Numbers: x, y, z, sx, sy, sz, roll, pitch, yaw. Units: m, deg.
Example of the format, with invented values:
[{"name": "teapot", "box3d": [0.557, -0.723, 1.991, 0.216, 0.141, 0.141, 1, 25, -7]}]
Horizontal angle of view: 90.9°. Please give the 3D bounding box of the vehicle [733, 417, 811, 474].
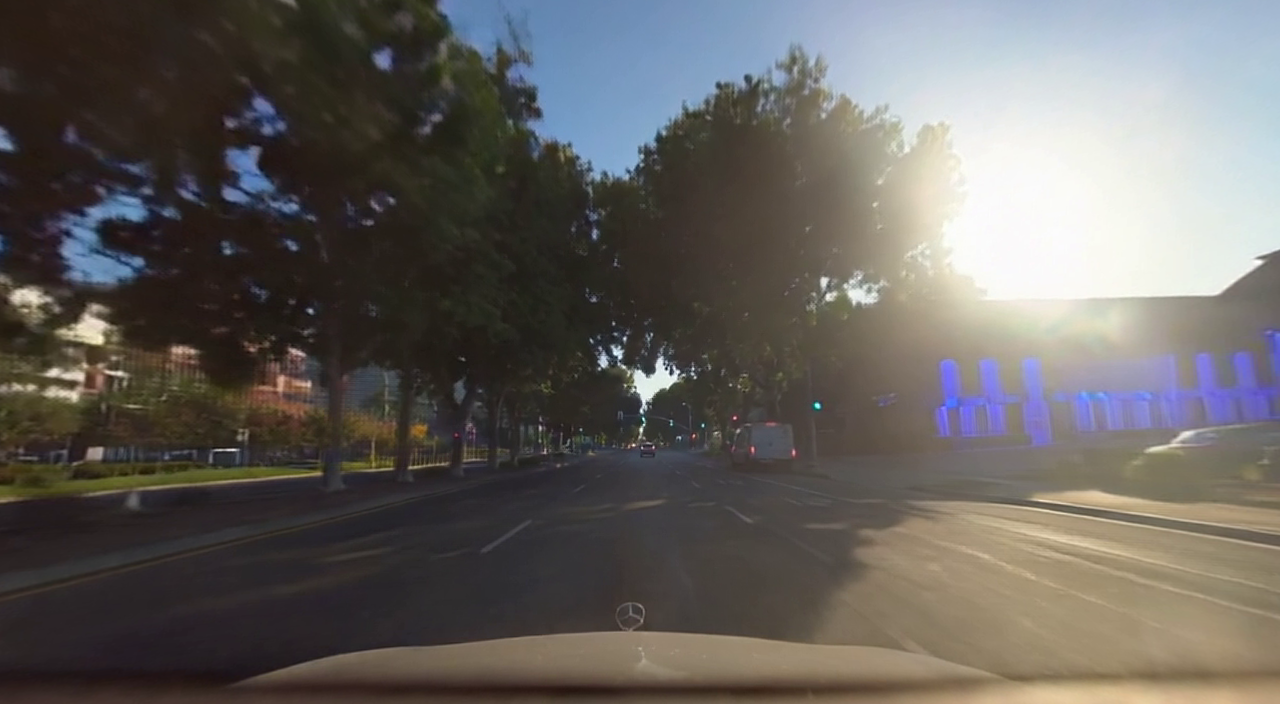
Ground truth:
[{"name": "vehicle", "box3d": [6.568, 4.796, 32.406, 2.762, 2.607, 6.182, 0, -8, 1]}]
